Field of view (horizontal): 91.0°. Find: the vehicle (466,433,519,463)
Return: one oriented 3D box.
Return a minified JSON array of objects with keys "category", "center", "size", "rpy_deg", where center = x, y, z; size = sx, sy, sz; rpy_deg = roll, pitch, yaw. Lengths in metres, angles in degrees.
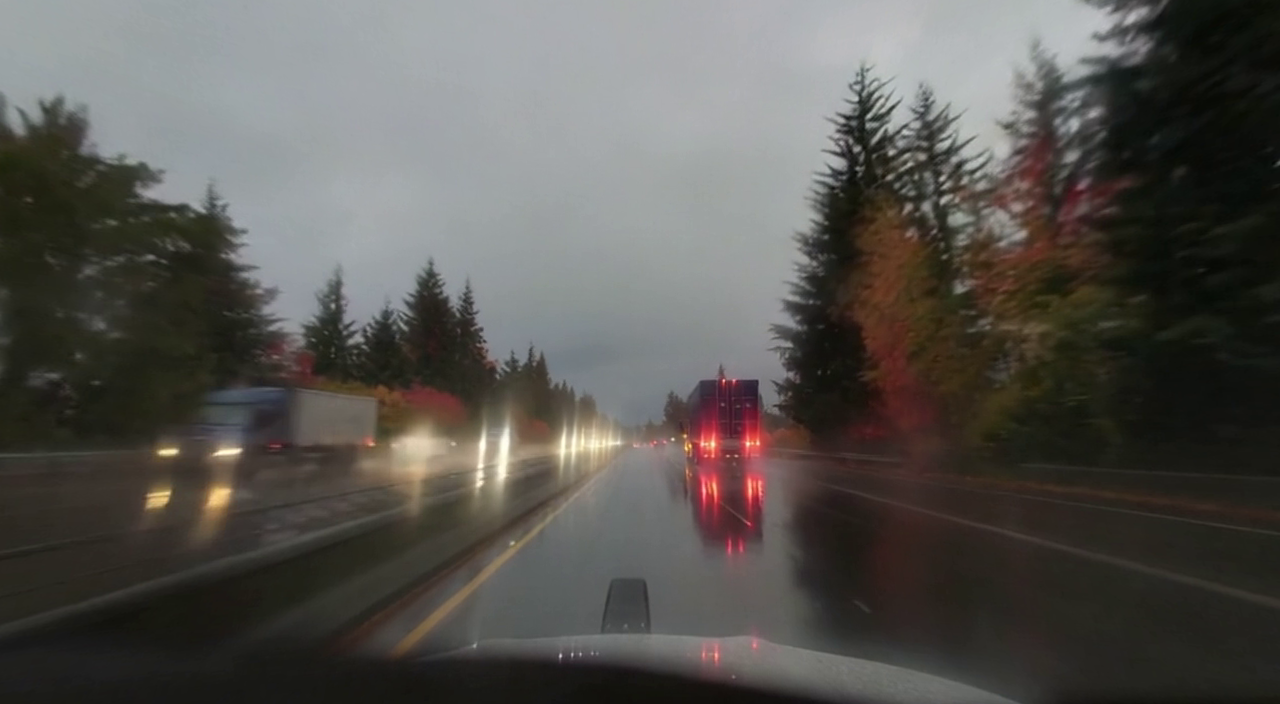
[{"category":"vehicle","center":[-7.831,5.133,33.788],"size":[1.874,1.531,3.918],"rpy_deg":[0,-8,1]}]

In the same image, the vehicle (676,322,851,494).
[{"category":"vehicle","center":[3.482,2.366,22.770],"size":[3.691,4.331,13.909],"rpy_deg":[0,-8,1]}]

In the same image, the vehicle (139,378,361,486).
[{"category":"vehicle","center":[-11.379,2.502,19.346],"size":[2.322,2.720,6.848],"rpy_deg":[0,-8,1]}]
